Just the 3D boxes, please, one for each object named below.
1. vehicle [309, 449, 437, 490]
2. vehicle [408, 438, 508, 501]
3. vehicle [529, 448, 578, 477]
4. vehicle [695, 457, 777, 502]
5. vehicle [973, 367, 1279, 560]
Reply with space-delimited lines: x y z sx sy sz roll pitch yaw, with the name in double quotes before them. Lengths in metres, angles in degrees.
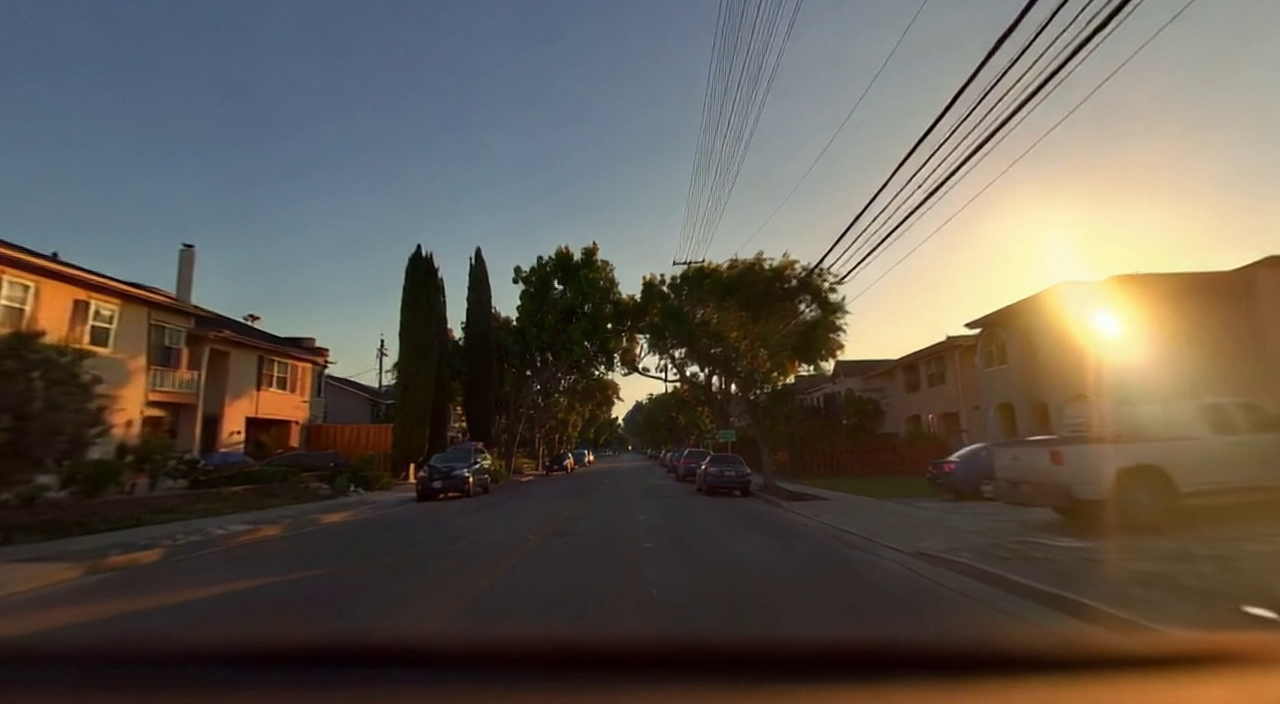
"vehicle" -11.495 5.080 27.440 4.529 1.677 2.204 0 -9 1
"vehicle" -6.367 4.290 22.746 2.156 1.932 4.518 -2 -12 1
"vehicle" -6.257 8.207 46.616 2.398 1.910 5.999 -3 -11 4
"vehicle" 2.989 4.062 20.460 1.827 1.286 3.684 1 -9 -5
"vehicle" 8.480 1.545 9.011 5.900 2.328 2.603 -1 -9 3
